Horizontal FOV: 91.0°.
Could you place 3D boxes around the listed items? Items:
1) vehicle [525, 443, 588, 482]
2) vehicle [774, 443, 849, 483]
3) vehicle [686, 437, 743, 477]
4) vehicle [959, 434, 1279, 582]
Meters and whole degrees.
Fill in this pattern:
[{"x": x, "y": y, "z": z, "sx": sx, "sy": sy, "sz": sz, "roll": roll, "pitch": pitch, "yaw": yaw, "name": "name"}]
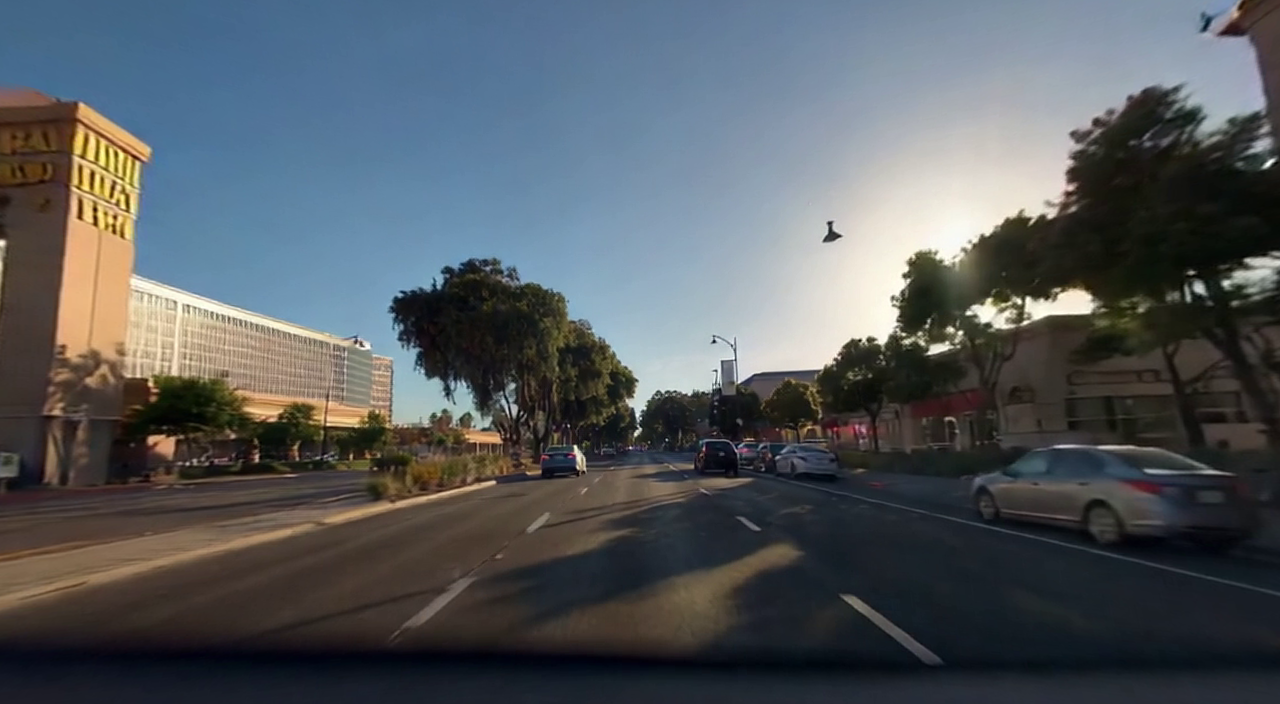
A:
[{"x": -3.344, "y": 4.490, "z": 25.949, "sx": 2.005, "sy": 1.477, "sz": 4.169, "roll": 0, "pitch": -8, "yaw": 1, "name": "vehicle"}, {"x": 6.932, "y": 4.513, "z": 26.008, "sx": 1.876, "sy": 1.478, "sz": 4.670, "roll": 0, "pitch": -8, "yaw": 1, "name": "vehicle"}, {"x": 3.477, "y": 4.984, "z": 30.134, "sx": 2.083, "sy": 1.743, "sz": 4.354, "roll": 0, "pitch": -8, "yaw": -1, "name": "vehicle"}, {"x": 6.910, "y": 1.945, "z": 8.841, "sx": 2.302, "sy": 1.480, "sz": 4.696, "roll": 0, "pitch": -8, "yaw": -1, "name": "vehicle"}]
